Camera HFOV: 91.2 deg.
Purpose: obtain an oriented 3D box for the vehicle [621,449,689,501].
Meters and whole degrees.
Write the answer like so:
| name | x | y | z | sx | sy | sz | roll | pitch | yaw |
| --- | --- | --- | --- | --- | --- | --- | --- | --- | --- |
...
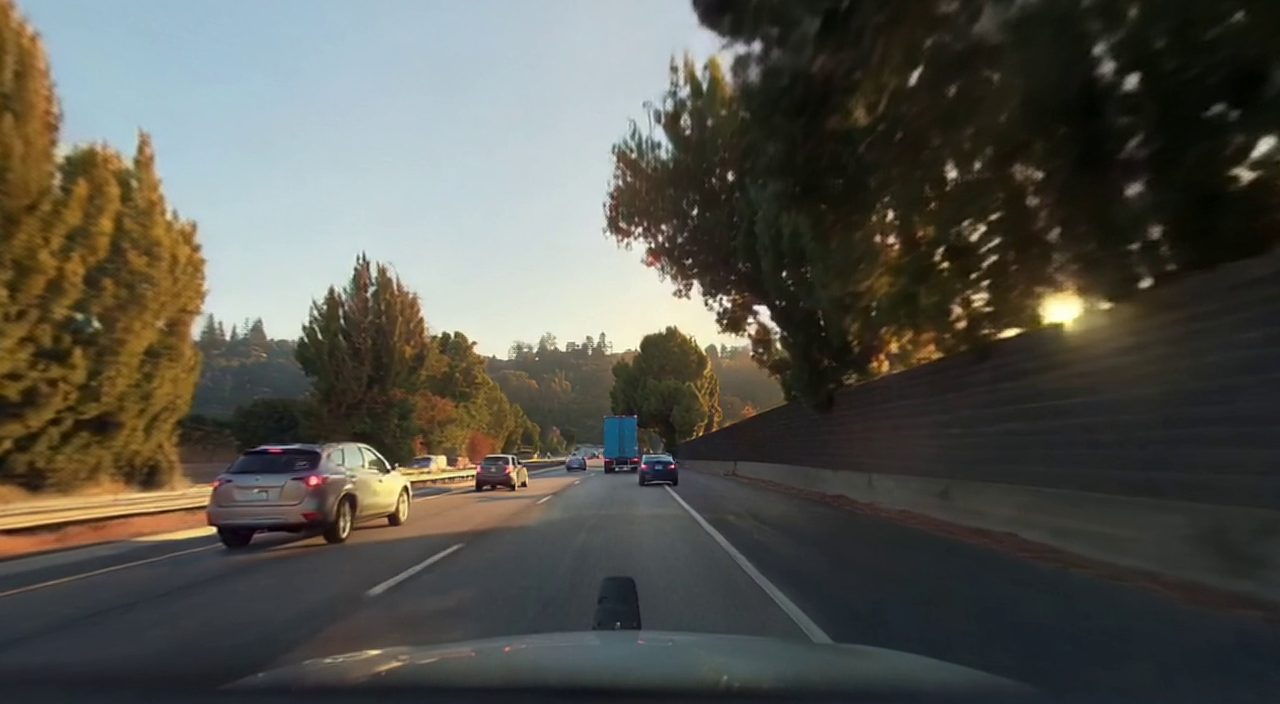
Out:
| name | x | y | z | sx | sy | sz | roll | pitch | yaw |
| --- | --- | --- | --- | --- | --- | --- | --- | --- | --- |
| vehicle | 0.417 | 3.992 | 20.698 | 2.026 | 1.489 | 4.045 | 0 | -9 | -1 |

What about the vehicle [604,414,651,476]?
| name | x | y | z | sx | sy | sz | roll | pitch | yaw |
| --- | --- | --- | --- | --- | --- | --- | --- | --- | --- |
| vehicle | -1.005 | 7.017 | 46.995 | 3.113 | 4.066 | 10.786 | 0 | -9 | -2 |

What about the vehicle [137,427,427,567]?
| name | x | y | z | sx | sy | sz | roll | pitch | yaw |
| --- | --- | --- | --- | --- | --- | --- | --- | --- | --- |
| vehicle | -5.086 | 2.107 | 9.773 | 2.100 | 1.671 | 4.105 | 0 | -9 | -1 |

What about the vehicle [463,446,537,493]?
| name | x | y | z | sx | sy | sz | roll | pitch | yaw |
| --- | --- | --- | --- | --- | --- | --- | --- | --- | --- |
| vehicle | -5.426 | 4.584 | 24.793 | 2.035 | 1.664 | 4.064 | 0 | -9 | -1 |
